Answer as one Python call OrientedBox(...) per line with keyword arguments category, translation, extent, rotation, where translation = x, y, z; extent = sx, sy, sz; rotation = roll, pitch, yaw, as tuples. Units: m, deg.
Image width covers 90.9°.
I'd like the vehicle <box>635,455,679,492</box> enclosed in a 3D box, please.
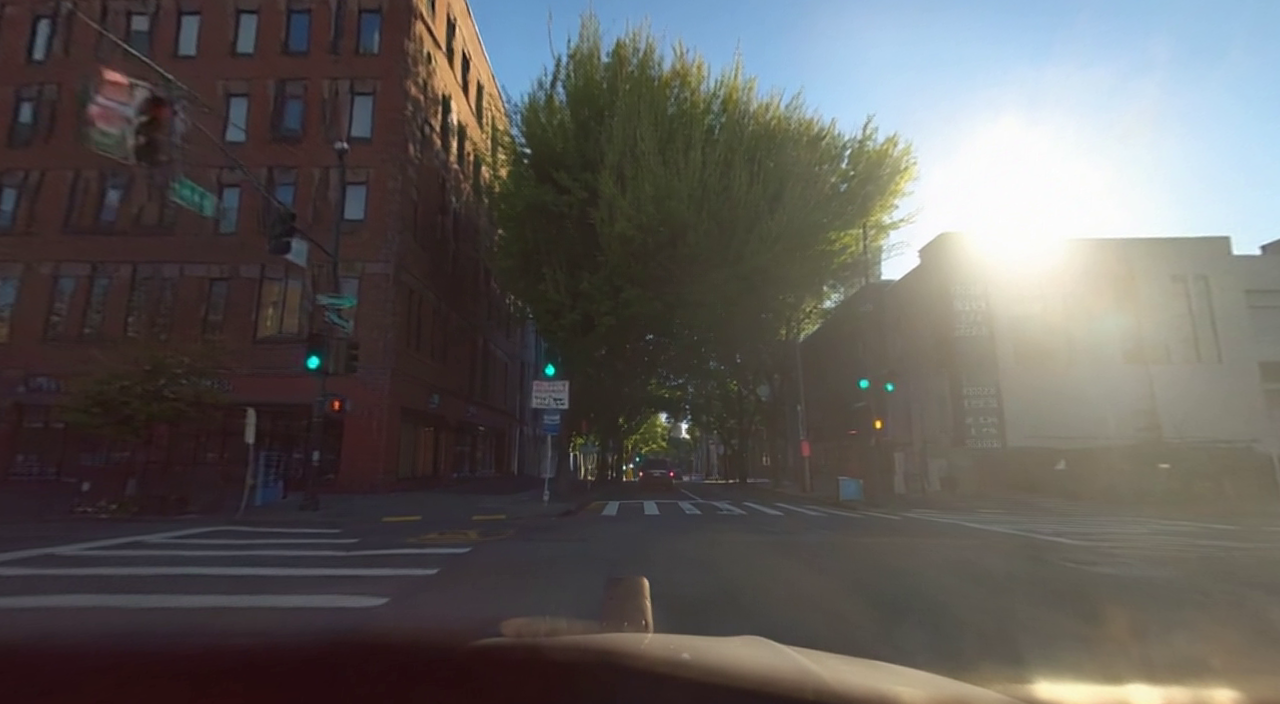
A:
OrientedBox(category="vehicle", translation=(0.820, 6.028, 31.511), extent=(2.079, 1.621, 3.861), rotation=(0, -8, 0))
